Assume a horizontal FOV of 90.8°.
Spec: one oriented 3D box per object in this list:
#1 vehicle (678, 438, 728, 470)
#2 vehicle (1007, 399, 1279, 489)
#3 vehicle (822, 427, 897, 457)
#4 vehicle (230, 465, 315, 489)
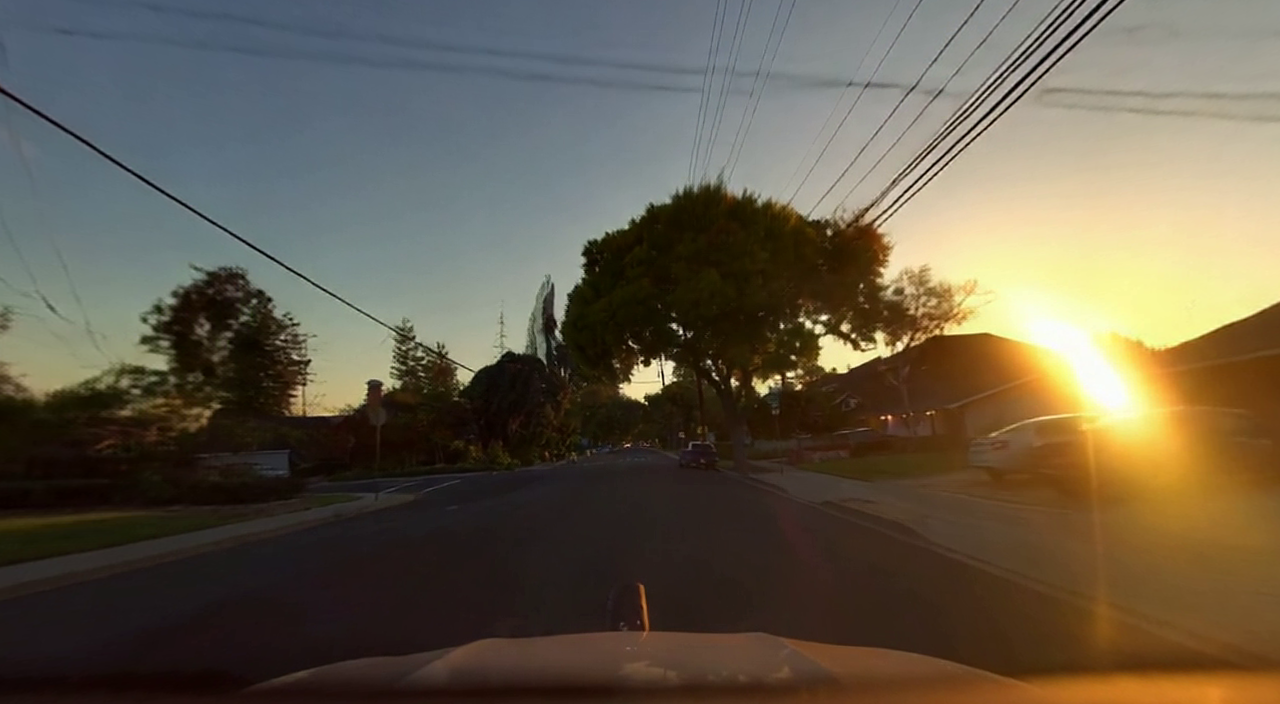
[{"bbox_3d":[3.526,5.804,36.202,2.134,1.720,4.515,0,-8,-3],"label":"vehicle"},{"bbox_3d":[10.991,2.036,13.967,4.382,1.794,2.100,-1,-8,3],"label":"vehicle"},{"bbox_3d":[15.044,6.162,43.421,4.283,1.660,2.035,-4,-6,-1],"label":"vehicle"},{"bbox_3d":[-24.133,8.220,41.552,4.479,1.475,1.842,-1,-8,2],"label":"vehicle"}]
